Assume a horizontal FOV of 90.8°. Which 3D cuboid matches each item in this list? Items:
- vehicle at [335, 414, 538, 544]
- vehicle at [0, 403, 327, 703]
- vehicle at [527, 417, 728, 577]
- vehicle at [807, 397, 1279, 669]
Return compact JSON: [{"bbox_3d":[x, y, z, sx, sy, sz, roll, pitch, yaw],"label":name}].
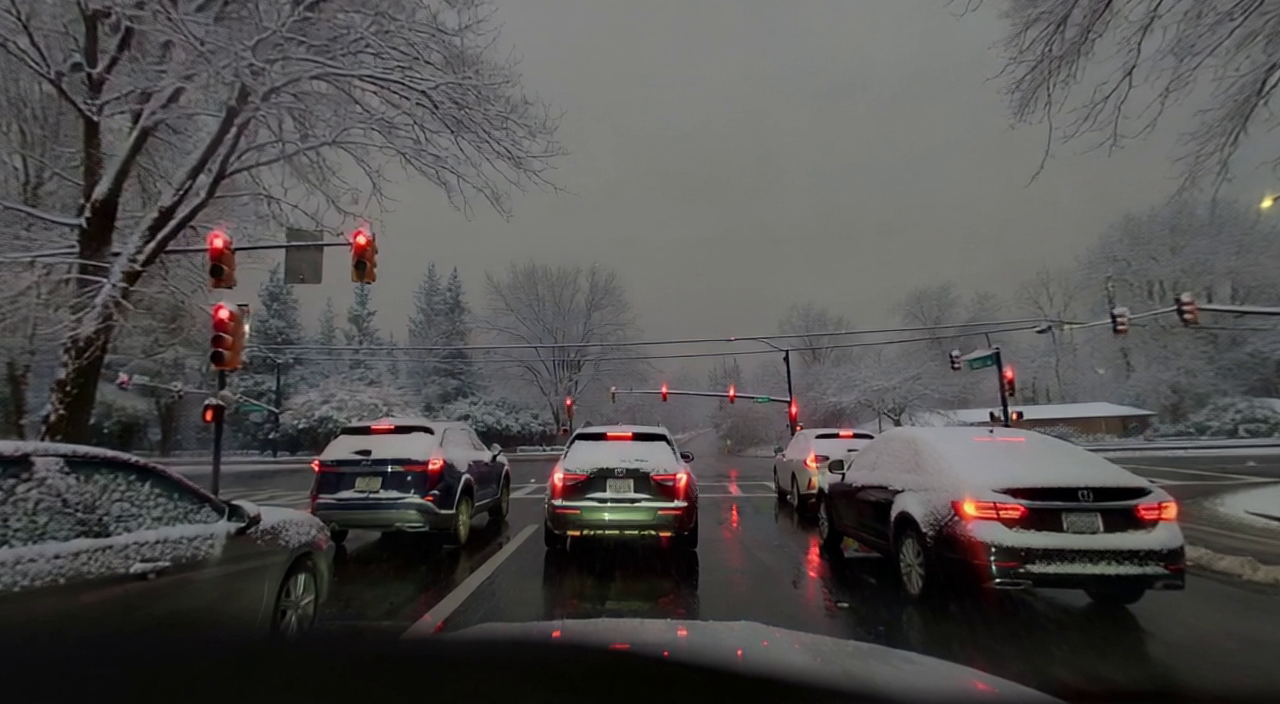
[{"bbox_3d":[-3.221,2.119,11.165,2.048,1.805,4.405,0,-8,1],"label":"vehicle"},{"bbox_3d":[-3.347,0.947,2.365,1.863,1.495,4.667,0,-8,2],"label":"vehicle"},{"bbox_3d":[-0.097,1.799,8.551,2.106,1.655,3.717,0,-8,1],"label":"vehicle"},{"bbox_3d":[3.231,1.444,6.193,2.006,1.659,4.462,0,-8,1],"label":"vehicle"}]
